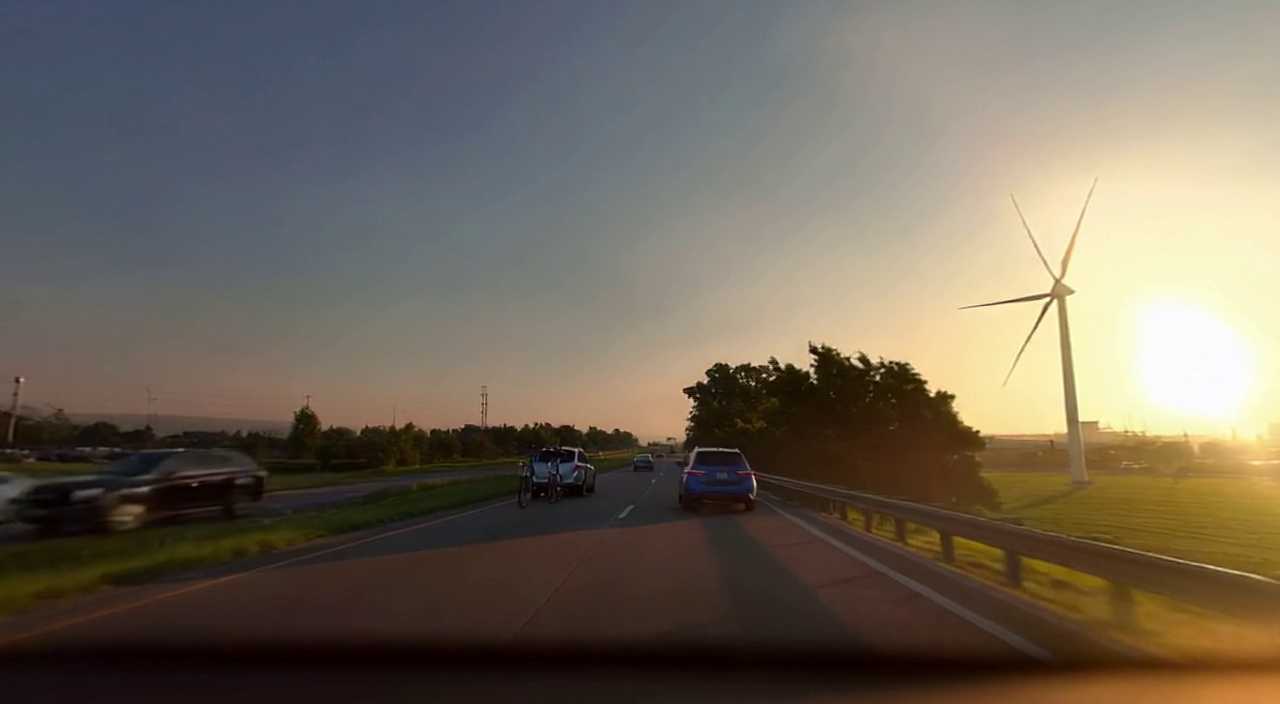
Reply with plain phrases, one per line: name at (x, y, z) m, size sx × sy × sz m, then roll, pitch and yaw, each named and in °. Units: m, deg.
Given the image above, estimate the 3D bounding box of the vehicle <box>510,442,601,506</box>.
vehicle at (-2.384, 3.590, 18.918) m, size 1.962 × 1.681 × 4.033 m, roll -1°, pitch -9°, yaw 3°

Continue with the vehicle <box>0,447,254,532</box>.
vehicle at (-10.955, 2.878, 13.829) m, size 2.088 × 1.545 × 4.230 m, roll -1°, pitch -9°, yaw 3°

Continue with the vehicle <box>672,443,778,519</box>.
vehicle at (1.884, 3.027, 15.272) m, size 2.063 × 1.582 × 3.955 m, roll 0°, pitch -9°, yaw 1°
